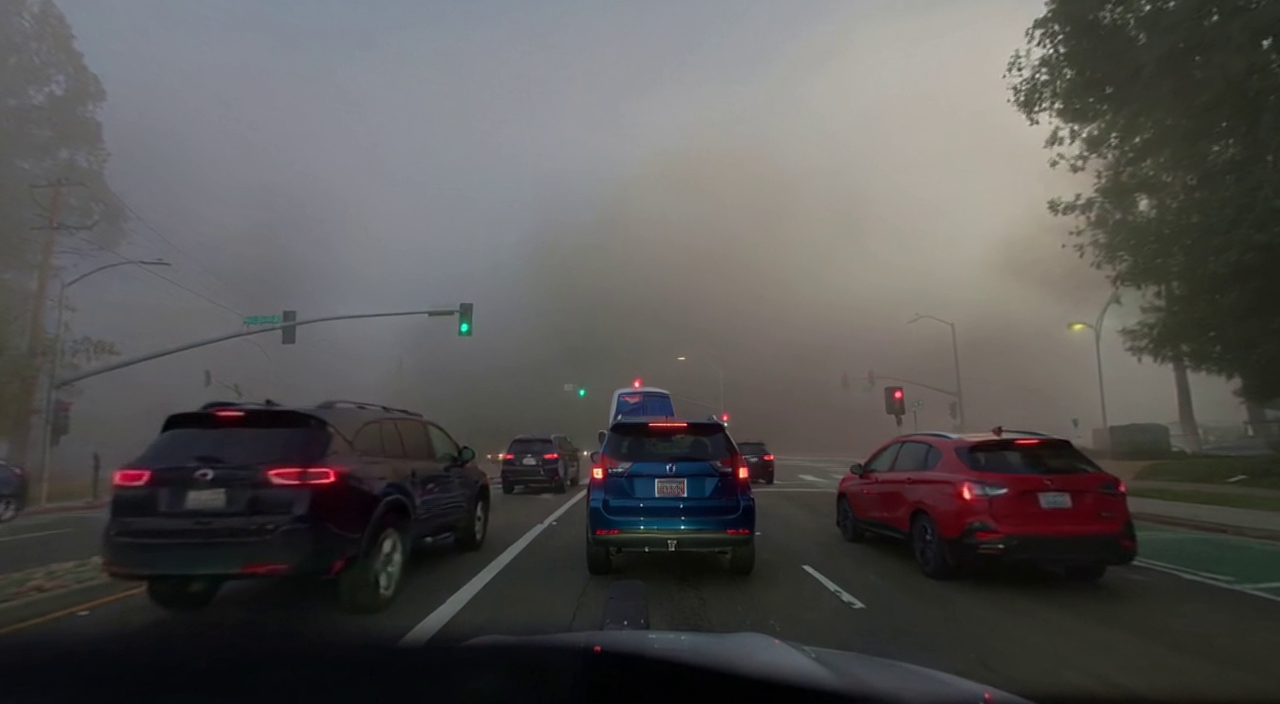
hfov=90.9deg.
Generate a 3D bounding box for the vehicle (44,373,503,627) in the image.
[{"bbox_3d":[-3.175,1.427,7.050,2.209,1.828,4.847,0,-9,0],"label":"vehicle"}]

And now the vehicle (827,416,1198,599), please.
[{"bbox_3d":[3.885,1.663,7.607,1.954,1.592,3.992,0,-8,-1],"label":"vehicle"}]

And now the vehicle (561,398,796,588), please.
[{"bbox_3d":[0.372,1.636,8.112,2.172,1.764,4.338,0,-8,0],"label":"vehicle"}]

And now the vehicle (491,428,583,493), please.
[{"bbox_3d":[-3.145,3.436,20.362,2.054,1.814,4.941,0,-8,1],"label":"vehicle"}]
